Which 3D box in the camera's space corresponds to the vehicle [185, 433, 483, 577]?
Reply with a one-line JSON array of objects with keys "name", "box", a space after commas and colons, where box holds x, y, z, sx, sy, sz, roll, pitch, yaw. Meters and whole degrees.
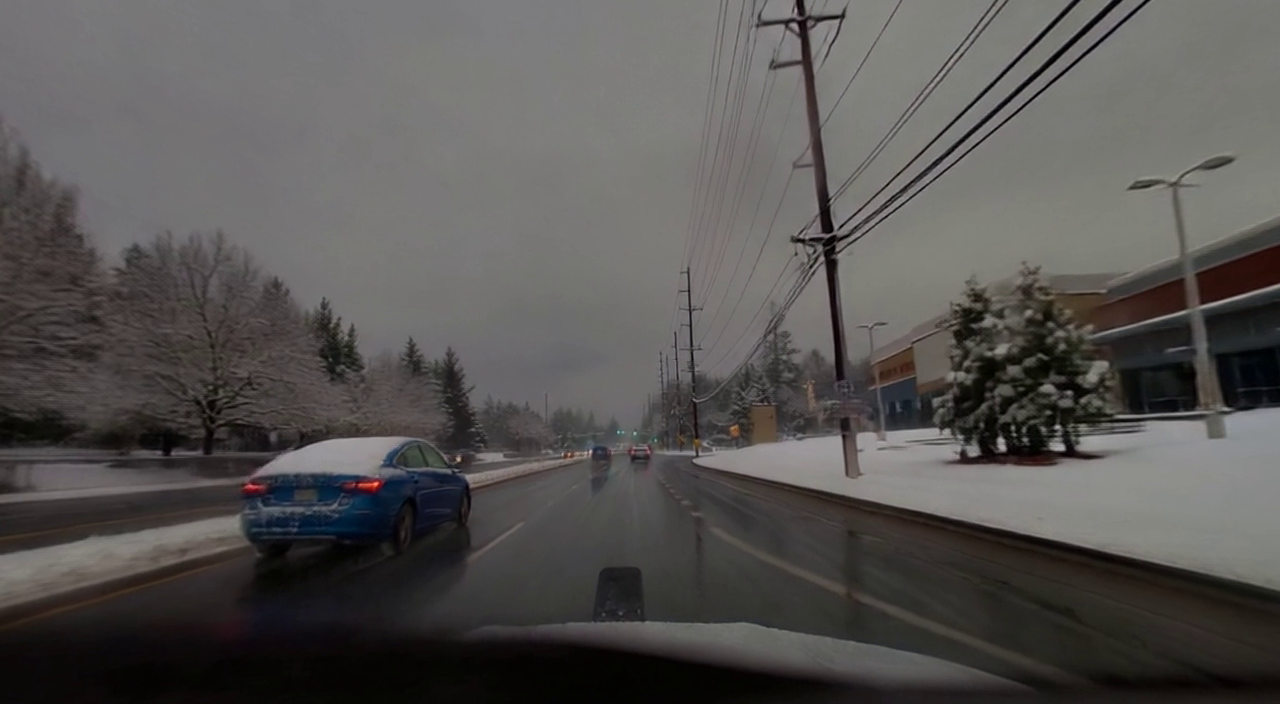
[{"name": "vehicle", "box": [-3.806, 1.966, 9.031, 1.928, 1.488, 4.635, 0, -9, 0]}]
